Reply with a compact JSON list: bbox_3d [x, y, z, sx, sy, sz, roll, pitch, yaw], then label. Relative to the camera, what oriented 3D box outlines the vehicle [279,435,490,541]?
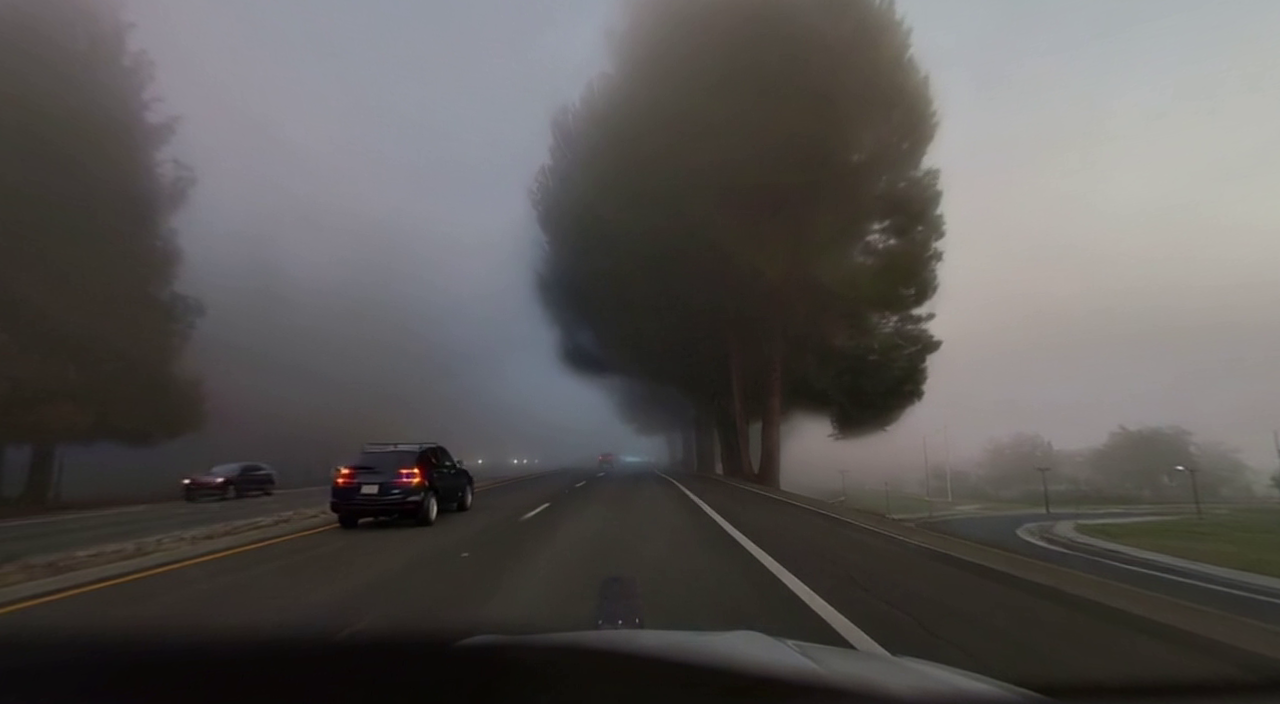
[{"bbox_3d":[-4.323,2.337,11.664,1.936,1.536,4.627,0,-8,0],"label":"vehicle"}]

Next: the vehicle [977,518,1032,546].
[{"bbox_3d":[27.121,13.379,47.102,1.685,1.470,4.006,0,-8,0],"label":"vehicle"}]

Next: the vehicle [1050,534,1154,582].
[{"bbox_3d":[23.952,10.658,32.994,1.993,1.688,4.523,1,-9,0],"label":"vehicle"}]

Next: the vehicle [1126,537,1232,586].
[{"bbox_3d":[26.541,10.320,31.298,1.914,1.715,3.814,-1,-9,2],"label":"vehicle"}]

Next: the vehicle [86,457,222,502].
[{"bbox_3d":[-21.073,5.521,27.752,1.982,1.690,4.893,0,-8,1],"label":"vehicle"}]
